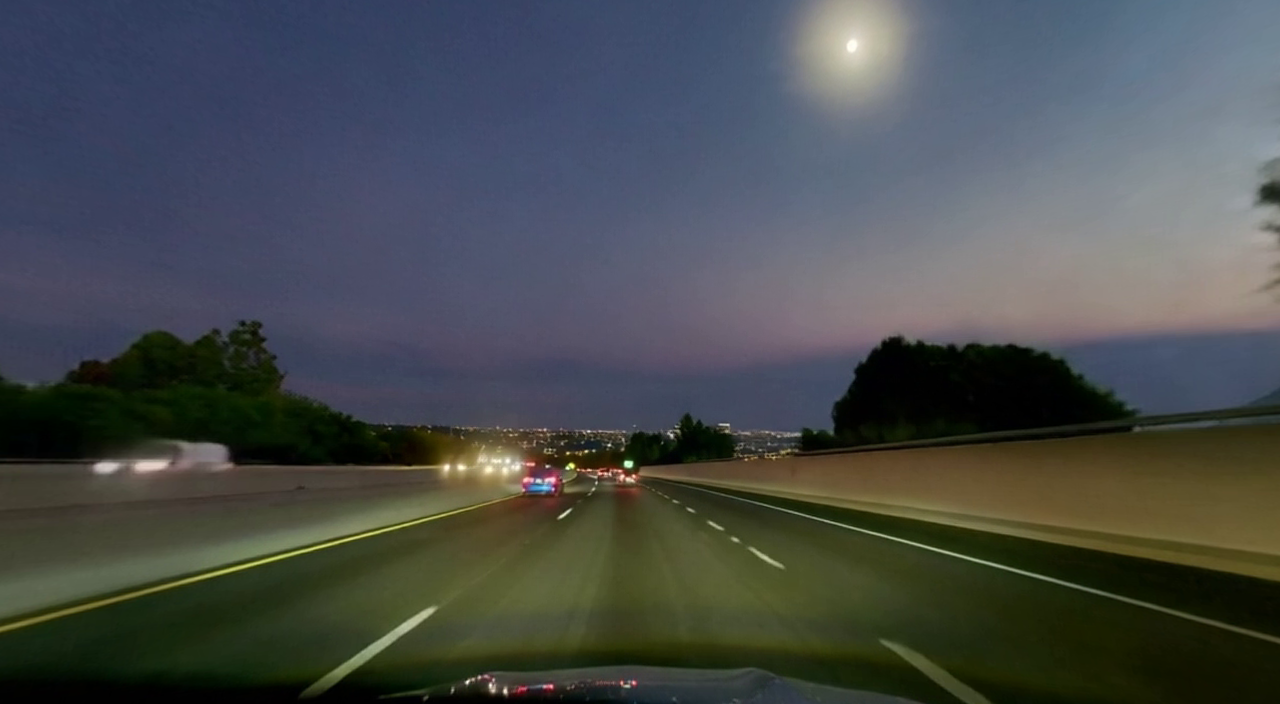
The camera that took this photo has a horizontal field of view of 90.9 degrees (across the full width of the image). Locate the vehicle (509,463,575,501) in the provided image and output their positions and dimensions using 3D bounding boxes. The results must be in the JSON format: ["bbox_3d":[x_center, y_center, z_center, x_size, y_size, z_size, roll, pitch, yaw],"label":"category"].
[{"bbox_3d":[-4.274,5.809,28.341,2.310,1.521,4.731,1,-11,-1],"label":"vehicle"}]

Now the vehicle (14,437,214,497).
[{"bbox_3d":[-16.617,3.716,20.371,2.289,1.672,4.818,1,-11,-1],"label":"vehicle"}]
